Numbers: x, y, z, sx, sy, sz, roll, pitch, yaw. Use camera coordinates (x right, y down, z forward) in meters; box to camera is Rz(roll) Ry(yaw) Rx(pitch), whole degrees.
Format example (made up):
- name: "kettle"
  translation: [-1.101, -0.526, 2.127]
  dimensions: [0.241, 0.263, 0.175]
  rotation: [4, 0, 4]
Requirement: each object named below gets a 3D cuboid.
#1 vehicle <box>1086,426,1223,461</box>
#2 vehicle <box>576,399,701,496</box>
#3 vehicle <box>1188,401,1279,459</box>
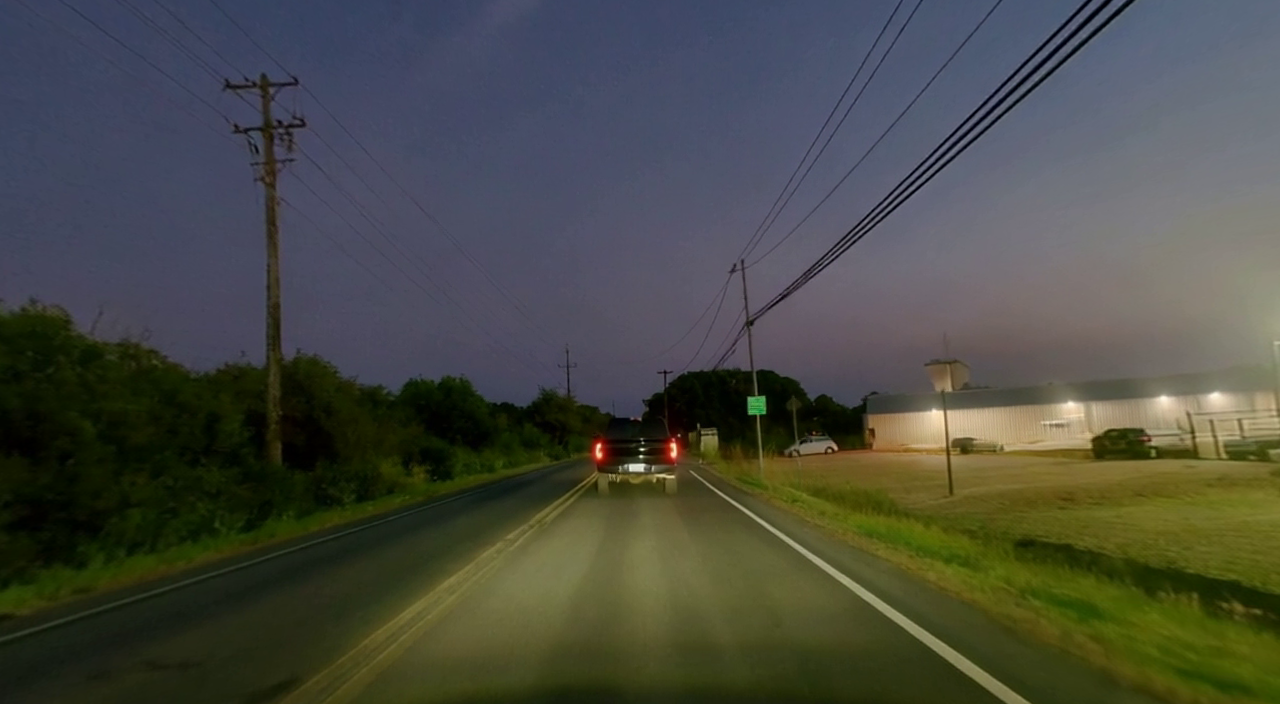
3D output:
- name: "vehicle"
  translation: [31.438, 5.661, 38.977]
  dimensions: [2.323, 2.002, 6.310]
  rotation: [2, -9, -13]
- name: "vehicle"
  translation: [-0.073, 2.874, 19.110]
  dimensions: [3.021, 2.326, 7.410]
  rotation: [0, -9, -1]
- name: "vehicle"
  translation: [33.655, 4.151, 33.373]
  dimensions: [2.581, 2.932, 6.340]
  rotation: [4, -9, -27]
